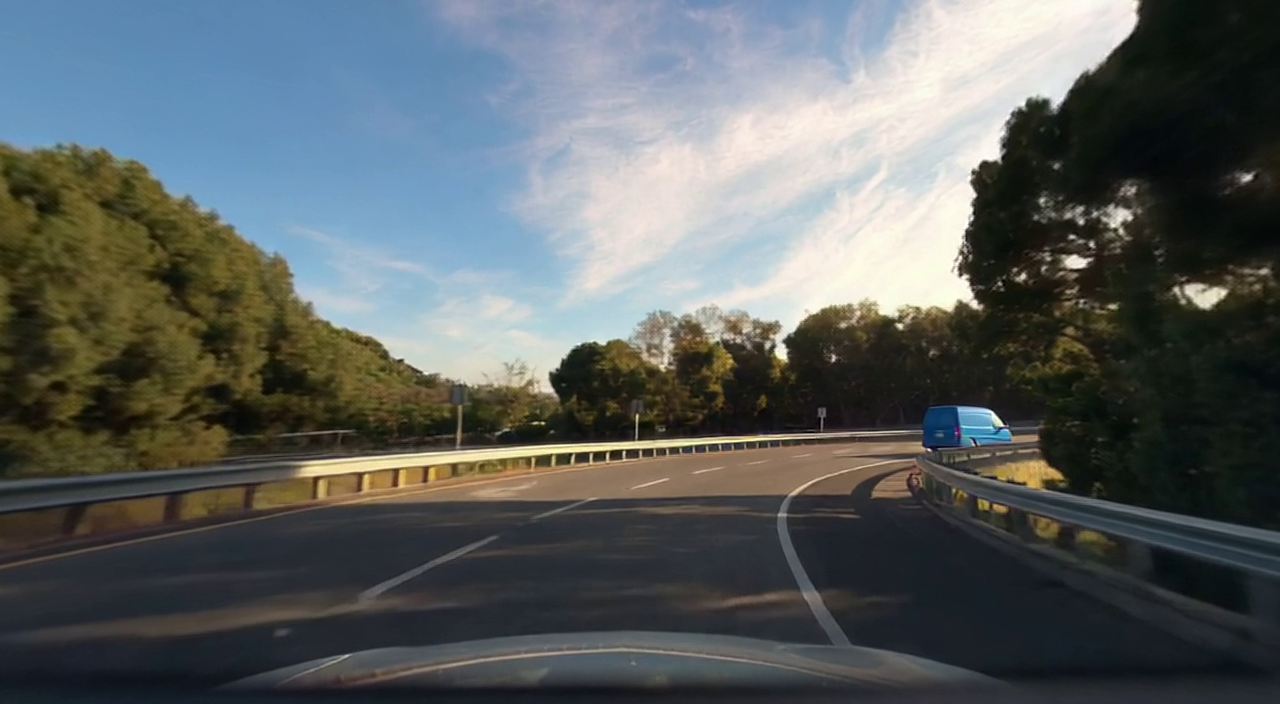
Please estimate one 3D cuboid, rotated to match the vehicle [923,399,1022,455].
[{"bbox_3d":[16.867,3.835,31.849,5.330,2.577,2.352,7,-10,-39],"label":"vehicle"}]
